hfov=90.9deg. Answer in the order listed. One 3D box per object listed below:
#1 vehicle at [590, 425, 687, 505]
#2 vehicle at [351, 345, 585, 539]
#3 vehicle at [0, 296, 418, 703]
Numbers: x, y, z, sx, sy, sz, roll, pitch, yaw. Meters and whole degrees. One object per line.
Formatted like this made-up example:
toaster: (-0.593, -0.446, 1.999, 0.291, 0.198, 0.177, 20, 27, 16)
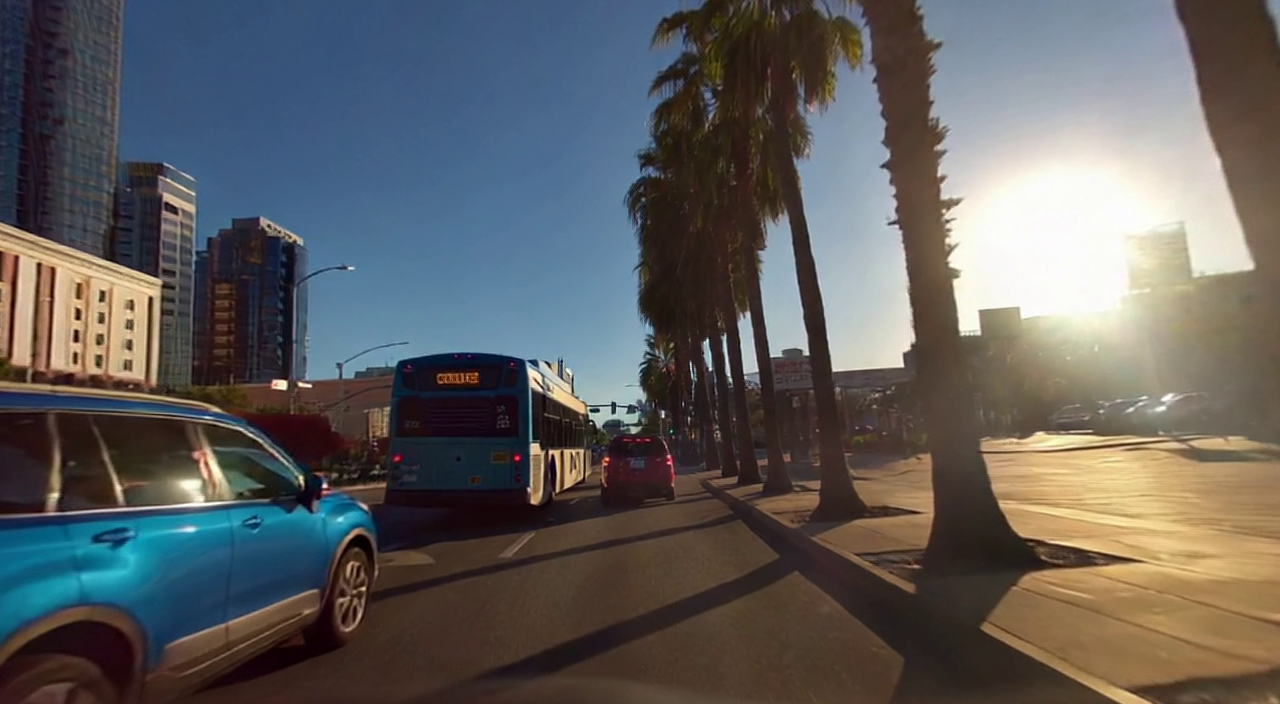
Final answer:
vehicle: (-0.030, 2.762, 15.812, 2.120, 1.727, 3.917, 0, -8, 0)
vehicle: (-3.061, 2.012, 14.170, 2.775, 3.064, 8.297, 0, -8, 1)
vehicle: (-3.040, 0.919, 3.201, 2.124, 1.799, 4.587, 0, -8, 0)
